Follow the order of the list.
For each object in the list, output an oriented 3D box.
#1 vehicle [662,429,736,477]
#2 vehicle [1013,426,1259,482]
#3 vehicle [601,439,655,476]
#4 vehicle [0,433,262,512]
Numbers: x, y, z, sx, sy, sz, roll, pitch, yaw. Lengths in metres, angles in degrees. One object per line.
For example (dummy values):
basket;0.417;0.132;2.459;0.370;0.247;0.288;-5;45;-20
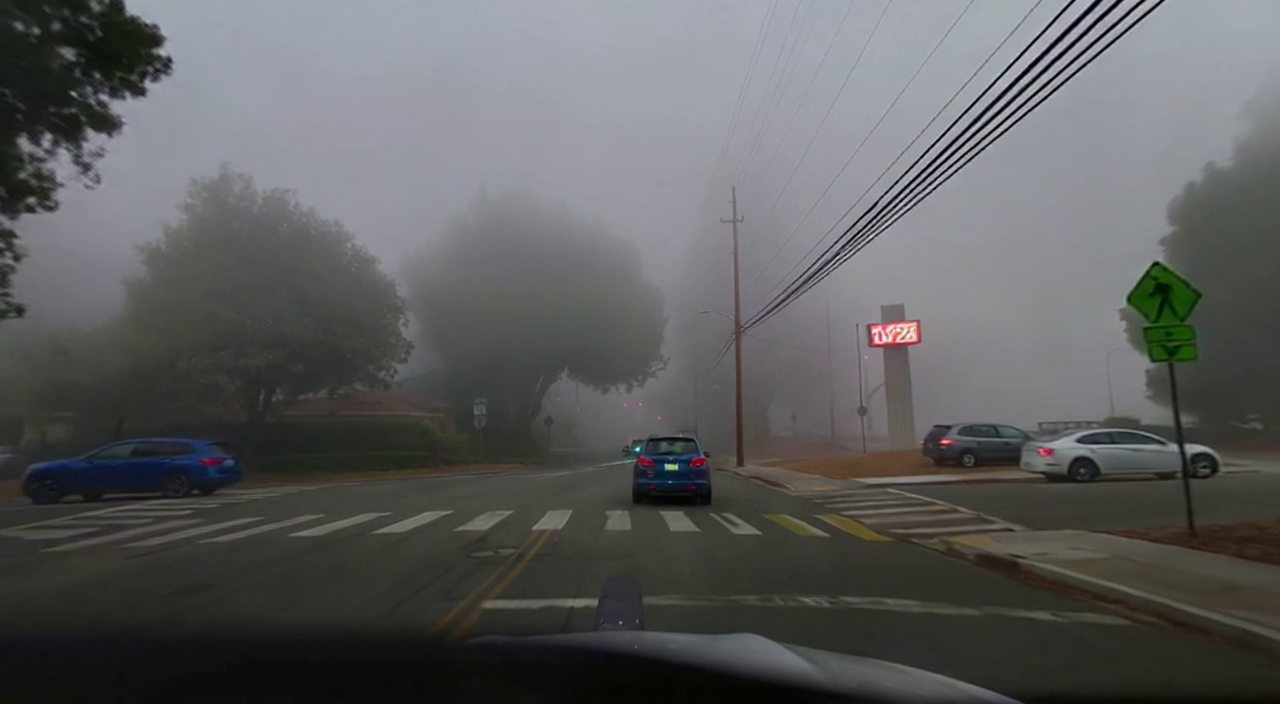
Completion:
vehicle;2.439;4.412;27.740;2.553;1.868;5.536;0;-8;-2
vehicle;13.123;2.736;17.002;4.872;1.400;1.955;0;-8;3
vehicle;-0.578;4.415;26.696;1.874;1.427;3.976;1;-9;-6
vehicle;-13.792;3.142;16.814;5.866;1.904;2.197;1;-9;-6
